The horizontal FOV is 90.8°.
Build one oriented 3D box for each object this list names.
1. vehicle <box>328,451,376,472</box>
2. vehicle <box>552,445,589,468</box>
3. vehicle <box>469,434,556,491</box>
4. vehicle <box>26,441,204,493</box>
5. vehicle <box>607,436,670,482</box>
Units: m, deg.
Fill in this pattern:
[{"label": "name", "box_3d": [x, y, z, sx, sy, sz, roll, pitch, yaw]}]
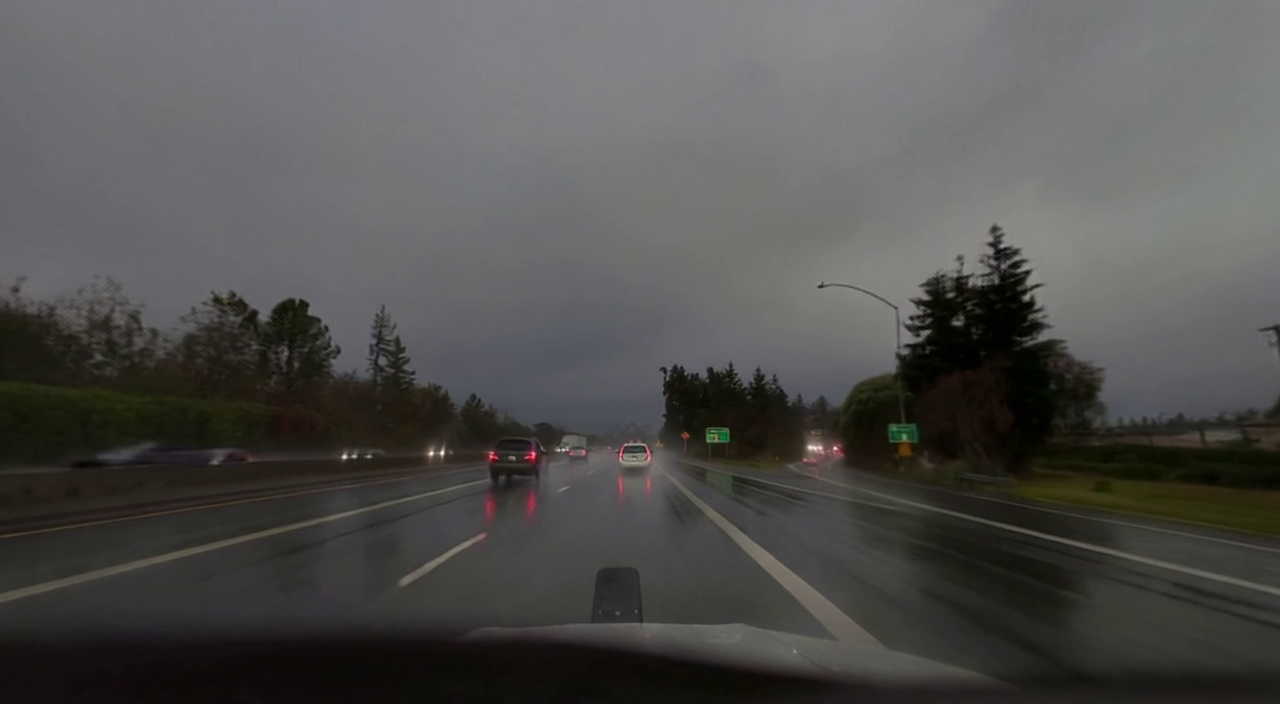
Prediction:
[{"label": "vehicle", "box_3d": [-21.427, 8.137, 47.211, 1.776, 1.421, 3.933, 0, -8, -1]}, {"label": "vehicle", "box_3d": [-4.800, 7.250, 43.963, 2.084, 1.528, 4.094, 0, -8, 0]}, {"label": "vehicle", "box_3d": [-4.203, 3.719, 21.553, 2.044, 1.717, 4.421, 0, -8, 0]}, {"label": "vehicle", "box_3d": [-17.510, 3.828, 21.493, 2.069, 1.557, 4.685, 0, -8, -1]}, {"label": "vehicle", "box_3d": [-0.091, 4.397, 26.294, 2.378, 1.750, 4.355, 0, -8, -1]}]
